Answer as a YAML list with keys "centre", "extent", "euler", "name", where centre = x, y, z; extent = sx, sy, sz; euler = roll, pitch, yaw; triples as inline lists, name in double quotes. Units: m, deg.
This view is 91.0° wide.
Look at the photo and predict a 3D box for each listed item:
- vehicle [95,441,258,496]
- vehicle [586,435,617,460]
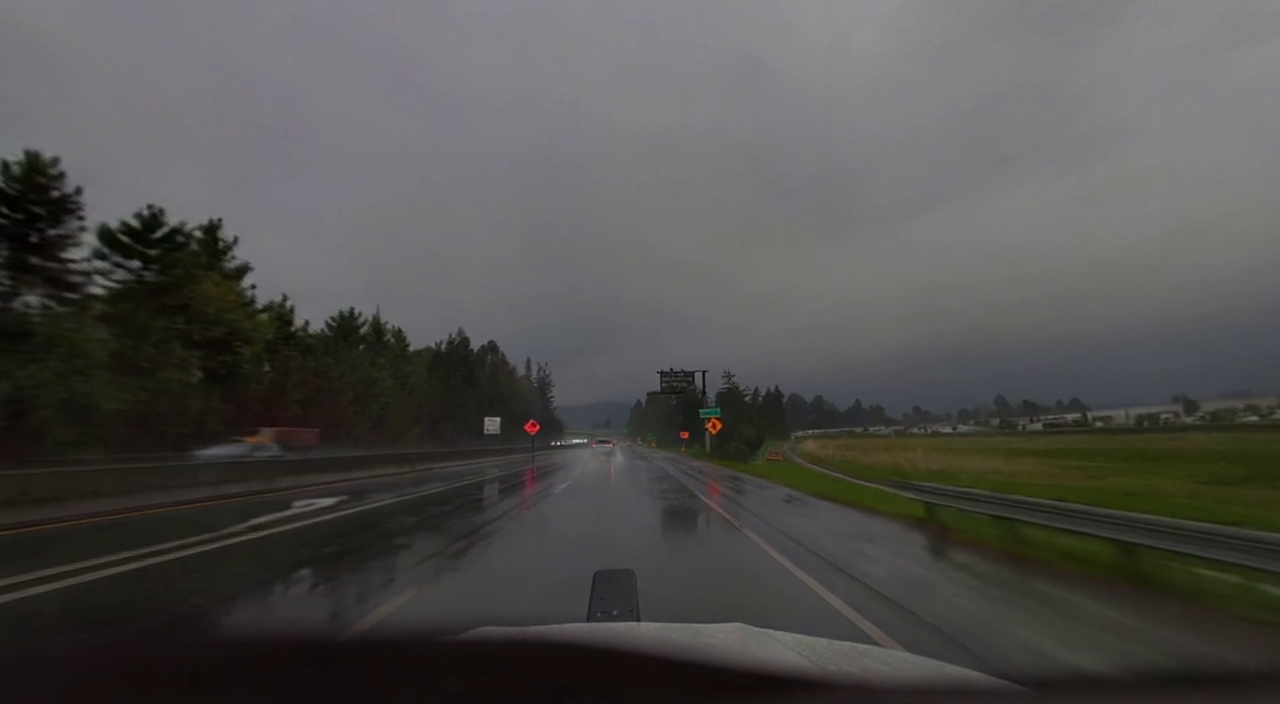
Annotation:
- centre: [-14.865, 3.715, 20.588]
  extent: [1.900, 1.558, 4.499]
  euler: [-1, -8, 0]
  name: "vehicle"
- centre: [-2.924, 7.350, 48.520]
  extent: [2.188, 1.825, 4.282]
  euler: [-1, -8, -2]
  name: "vehicle"
